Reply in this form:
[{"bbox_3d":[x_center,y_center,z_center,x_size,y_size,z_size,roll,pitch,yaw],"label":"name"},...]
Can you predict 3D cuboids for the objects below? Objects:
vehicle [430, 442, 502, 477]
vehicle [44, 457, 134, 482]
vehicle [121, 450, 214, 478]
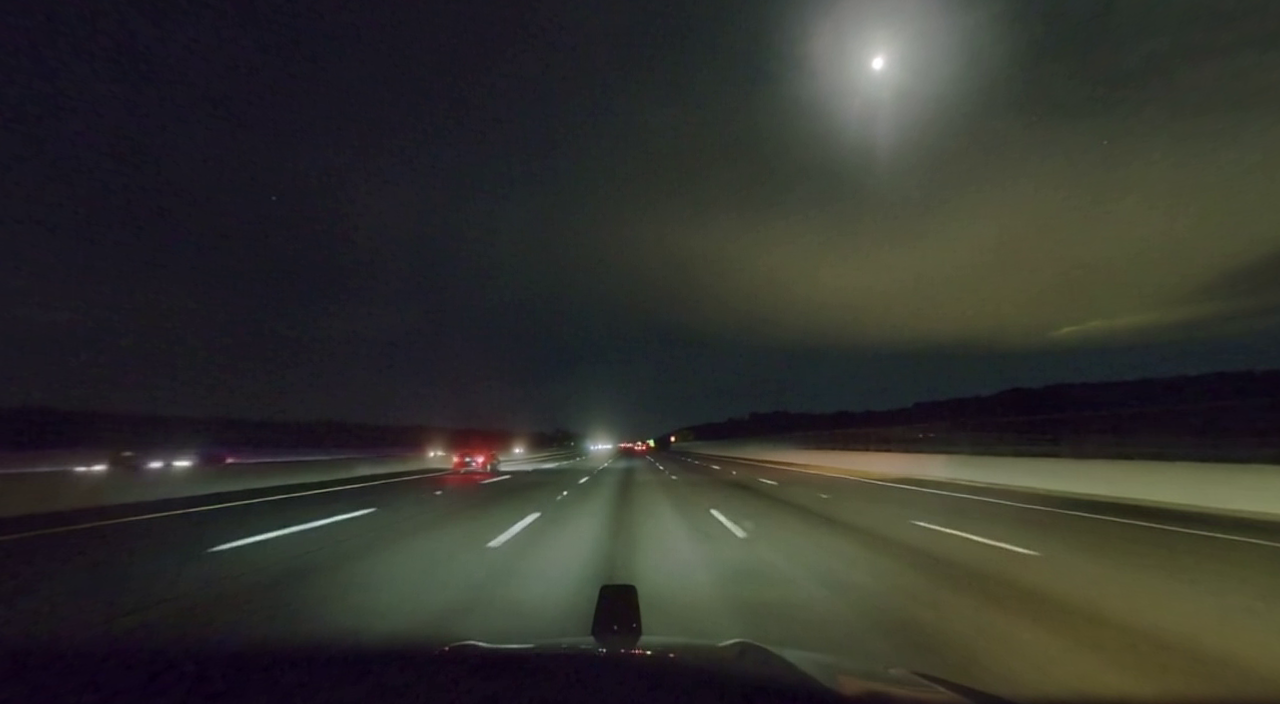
[{"bbox_3d":[-8.145,5.050,30.043,2.005,1.545,4.874,0,-8,0],"label":"vehicle"},{"bbox_3d":[-36.451,7.763,41.942,1.787,1.465,4.647,0,-8,0],"label":"vehicle"},{"bbox_3d":[-28.814,6.826,38.771,1.973,1.535,4.806,0,-8,0],"label":"vehicle"}]
